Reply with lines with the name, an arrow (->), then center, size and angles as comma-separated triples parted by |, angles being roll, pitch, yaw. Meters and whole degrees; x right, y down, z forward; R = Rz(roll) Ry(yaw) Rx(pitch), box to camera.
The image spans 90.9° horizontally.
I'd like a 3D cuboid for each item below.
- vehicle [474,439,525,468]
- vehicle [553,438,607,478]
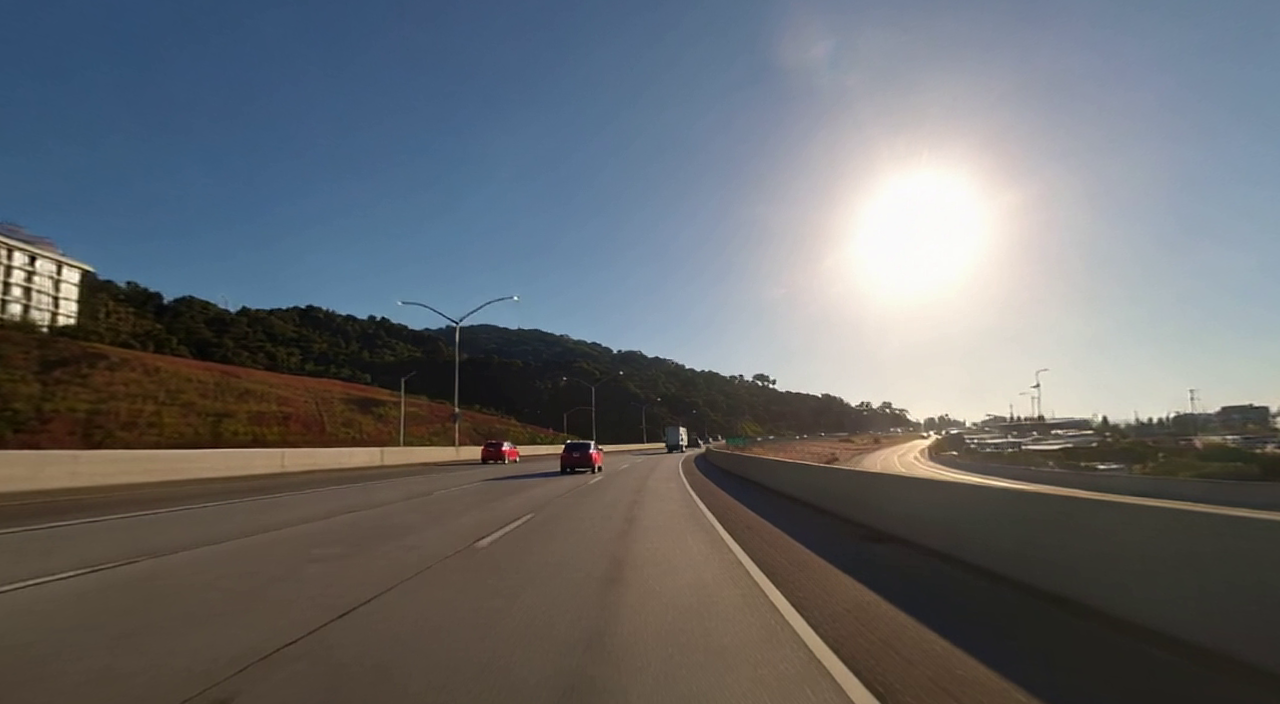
vehicle -> -9.137, 6.630, 41.449 | 2.039, 1.746, 4.528 | -1, -8, 4
vehicle -> -2.828, 5.143, 30.781 | 2.028, 1.782, 4.150 | -1, -8, 3
